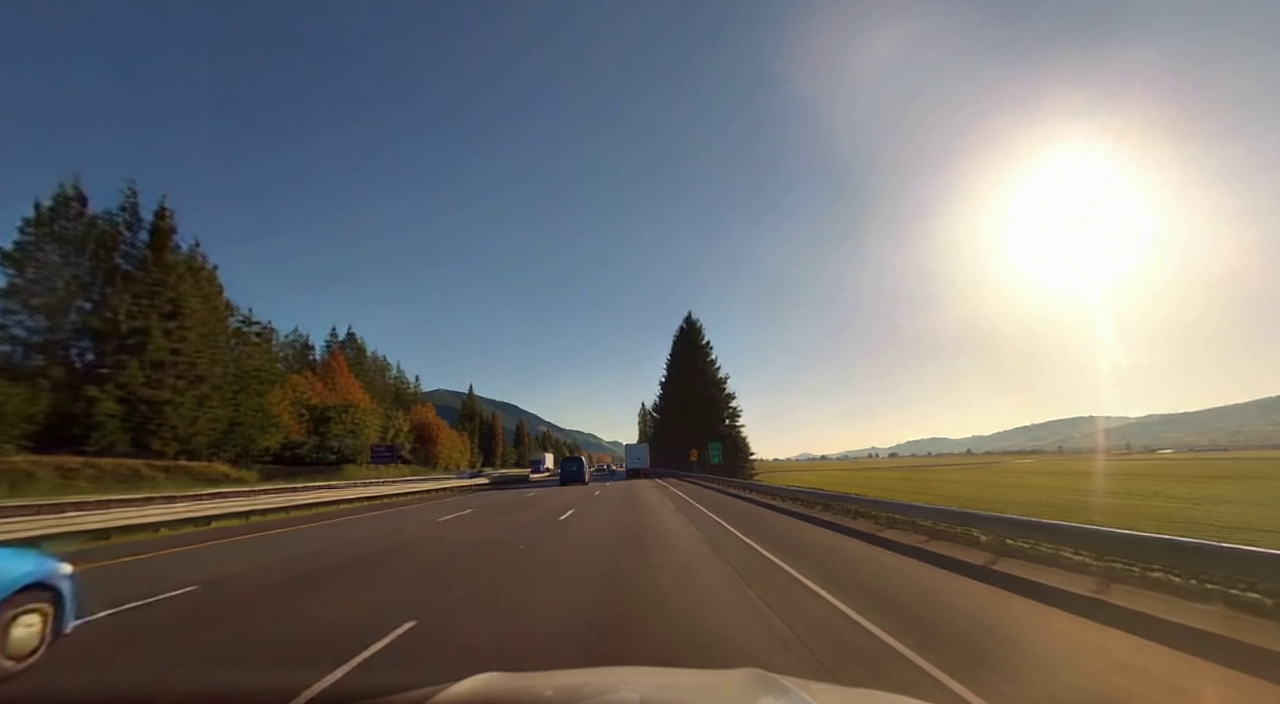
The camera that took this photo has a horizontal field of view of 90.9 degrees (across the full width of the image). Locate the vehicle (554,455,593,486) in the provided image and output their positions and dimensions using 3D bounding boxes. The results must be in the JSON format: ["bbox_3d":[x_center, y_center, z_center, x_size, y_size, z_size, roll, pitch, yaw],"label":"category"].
[{"bbox_3d":[-4.454,8.069,42.914,2.208,1.973,4.716,1,-10,0],"label":"vehicle"}]
